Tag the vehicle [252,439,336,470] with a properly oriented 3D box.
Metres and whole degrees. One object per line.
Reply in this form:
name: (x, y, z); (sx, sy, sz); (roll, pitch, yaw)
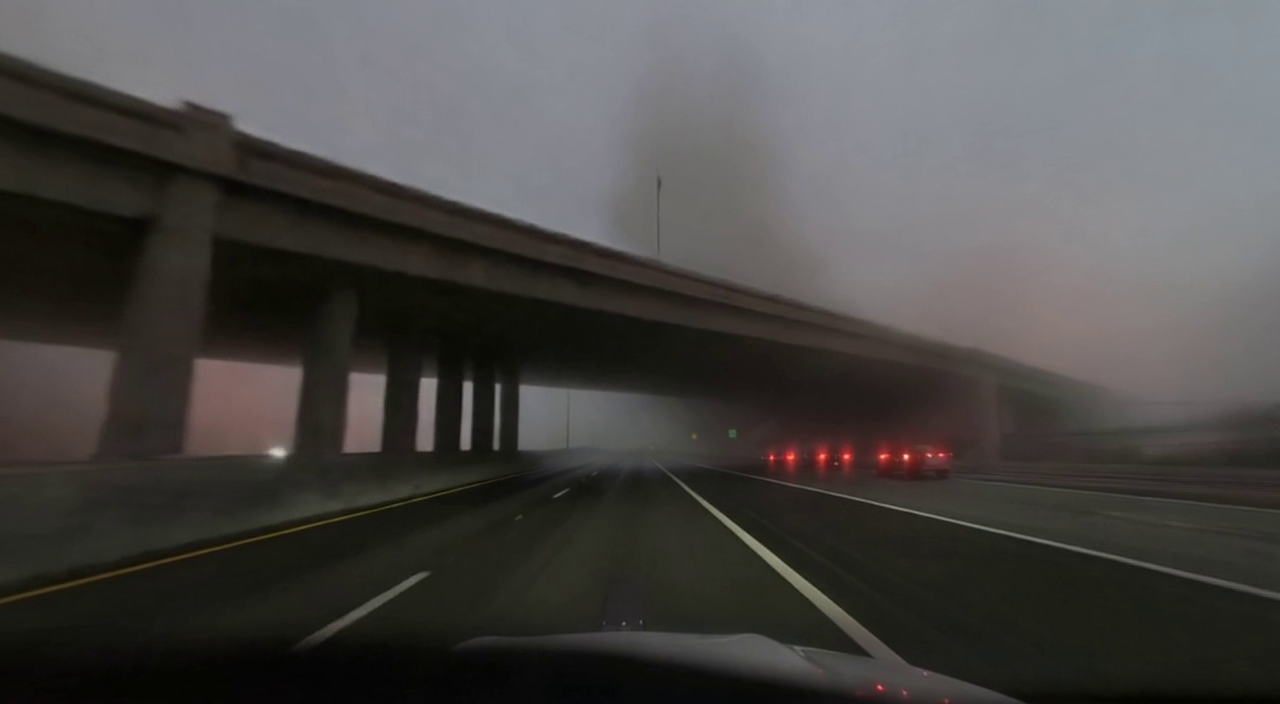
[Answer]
vehicle: (-19.491, 5.790, 35.788); (2.040, 1.650, 4.791); (0, -9, 0)
